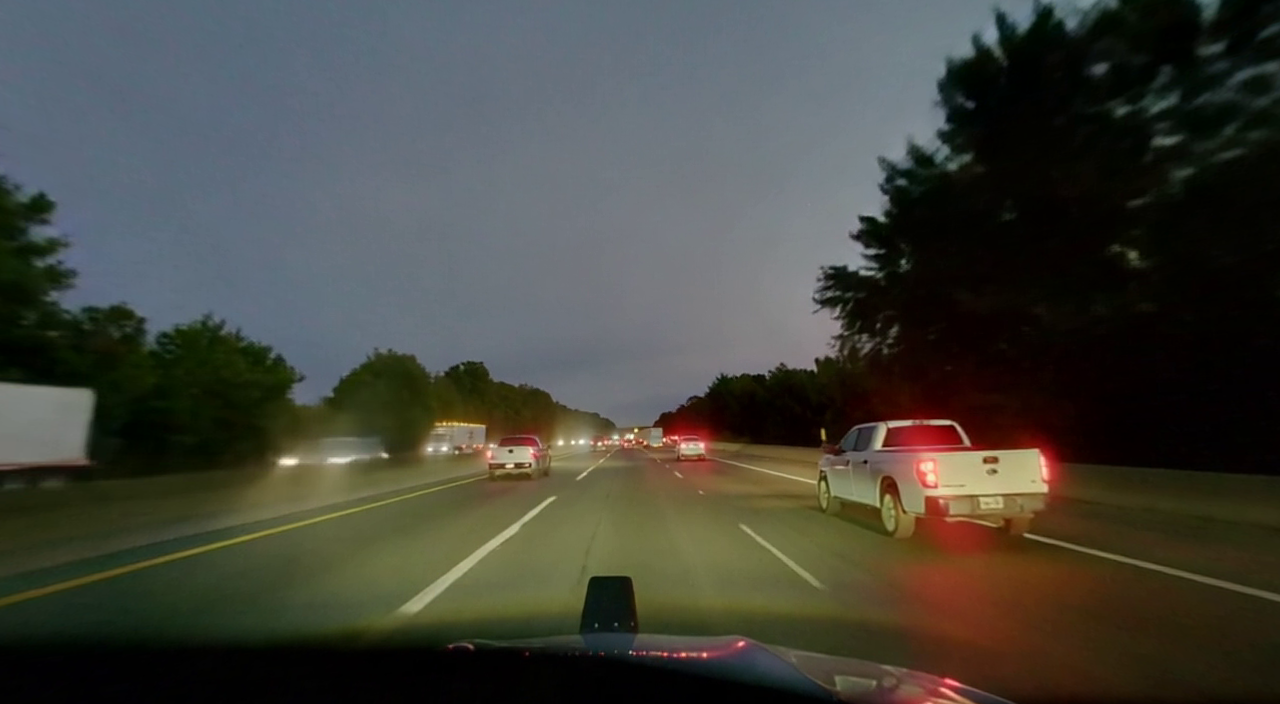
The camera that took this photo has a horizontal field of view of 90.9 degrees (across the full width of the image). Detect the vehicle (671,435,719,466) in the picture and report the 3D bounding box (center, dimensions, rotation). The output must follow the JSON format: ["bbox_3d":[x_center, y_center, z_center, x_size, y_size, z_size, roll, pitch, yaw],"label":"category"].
[{"bbox_3d":[2.752,5.042,32.600,1.990,1.480,3.865,0,-8,-2],"label":"vehicle"}]

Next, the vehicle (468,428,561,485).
[{"bbox_3d":[-3.884,3.323,20.447,2.011,1.614,4.808,0,-8,0],"label":"vehicle"}]

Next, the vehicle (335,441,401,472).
[{"bbox_3d":[-15.789,6.065,36.845,1.935,1.619,4.445,0,-8,-2],"label":"vehicle"}]

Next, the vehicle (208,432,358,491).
[{"bbox_3d":[-11.660,3.569,21.120,2.084,1.704,5.029,0,-8,0],"label":"vehicle"}]

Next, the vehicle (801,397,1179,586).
[{"bbox_3d":[3.696,1.544,7.970,1.949,1.639,4.748,0,-8,-2],"label":"vehicle"}]
